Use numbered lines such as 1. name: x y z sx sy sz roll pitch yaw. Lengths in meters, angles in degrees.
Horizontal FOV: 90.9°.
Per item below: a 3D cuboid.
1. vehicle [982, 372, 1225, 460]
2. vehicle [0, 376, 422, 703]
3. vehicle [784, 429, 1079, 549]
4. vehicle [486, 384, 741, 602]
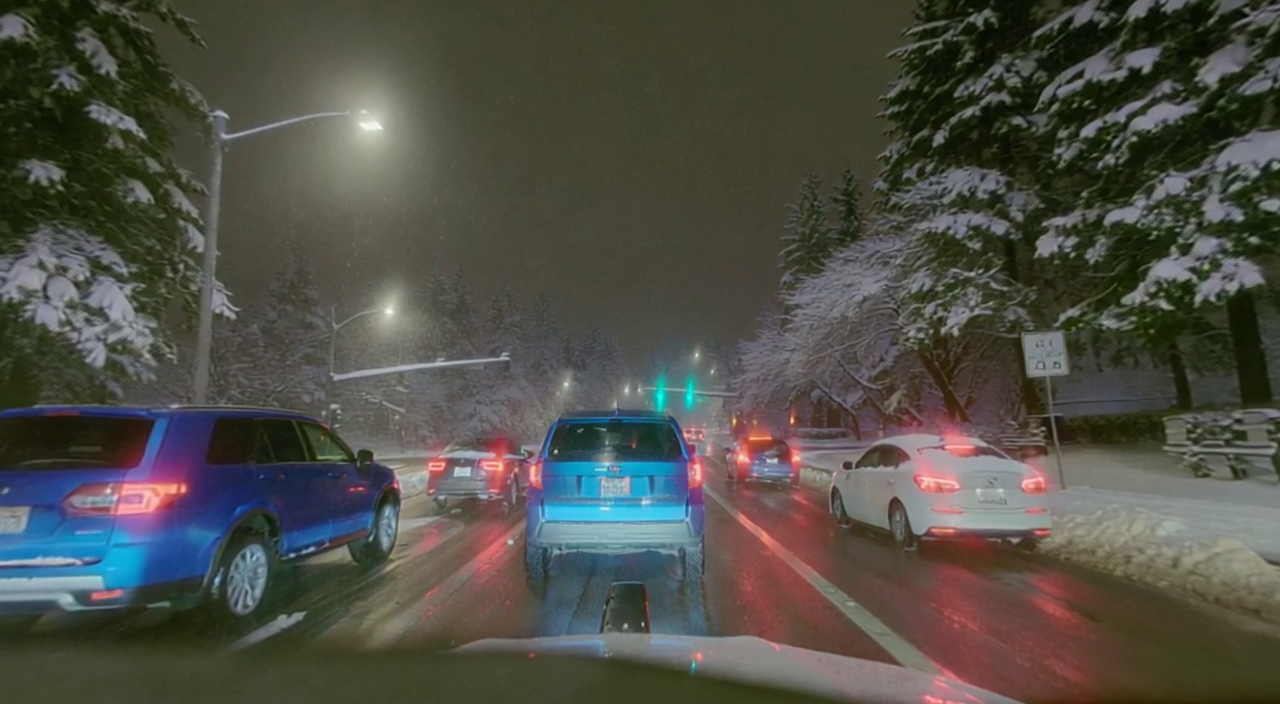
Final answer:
1. vehicle: 17.886 2.540 24.688 7.314 3.230 2.680 0 -8 -2
2. vehicle: -3.709 1.293 5.459 2.039 1.709 4.265 0 -8 1
3. vehicle: 4.311 2.085 10.424 2.036 1.480 4.659 1 -9 -10
4. vehicle: -0.219 1.511 7.613 2.132 1.816 4.471 0 -8 0
